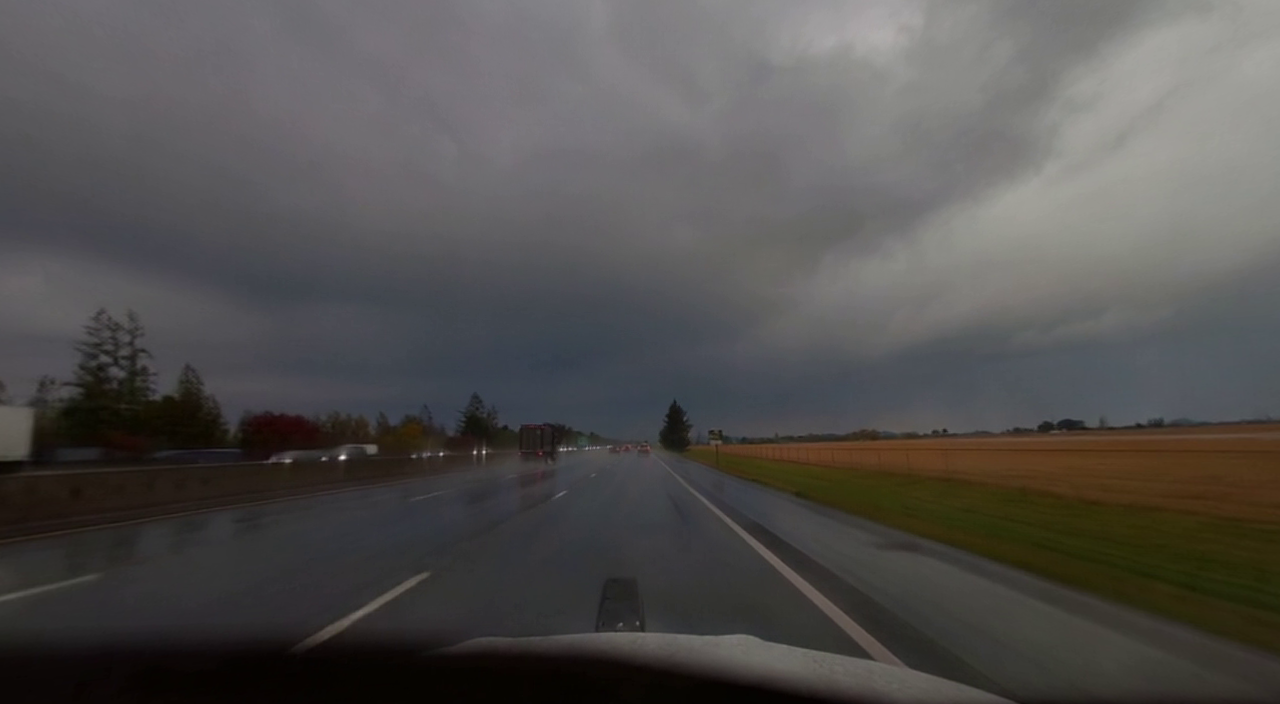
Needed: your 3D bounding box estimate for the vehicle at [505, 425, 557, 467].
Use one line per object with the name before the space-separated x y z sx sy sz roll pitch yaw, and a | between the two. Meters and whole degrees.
vehicle | -7.470 6.542 43.784 2.444 2.685 5.893 0 -9 1
